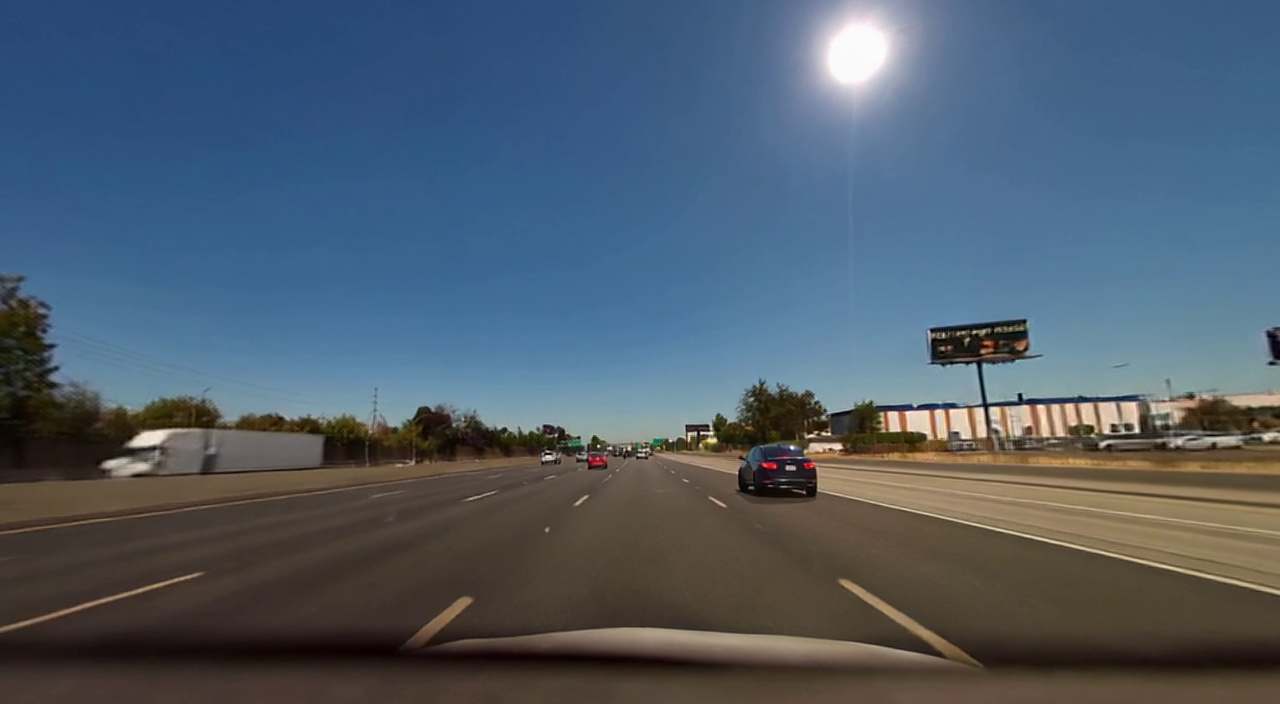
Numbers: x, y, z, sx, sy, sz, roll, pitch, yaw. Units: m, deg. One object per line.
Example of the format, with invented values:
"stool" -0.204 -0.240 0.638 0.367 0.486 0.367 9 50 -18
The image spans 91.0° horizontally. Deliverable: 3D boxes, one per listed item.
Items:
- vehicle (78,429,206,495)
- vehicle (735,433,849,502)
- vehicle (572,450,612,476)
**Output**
"vehicle" -31.683 7.005 40.494 3.021 3.822 6.050 -1 -9 1
"vehicle" 4.277 3.352 18.653 2.109 1.764 4.704 0 -9 -1
"vehicle" -2.896 6.847 39.068 2.139 1.510 4.506 0 -9 0
